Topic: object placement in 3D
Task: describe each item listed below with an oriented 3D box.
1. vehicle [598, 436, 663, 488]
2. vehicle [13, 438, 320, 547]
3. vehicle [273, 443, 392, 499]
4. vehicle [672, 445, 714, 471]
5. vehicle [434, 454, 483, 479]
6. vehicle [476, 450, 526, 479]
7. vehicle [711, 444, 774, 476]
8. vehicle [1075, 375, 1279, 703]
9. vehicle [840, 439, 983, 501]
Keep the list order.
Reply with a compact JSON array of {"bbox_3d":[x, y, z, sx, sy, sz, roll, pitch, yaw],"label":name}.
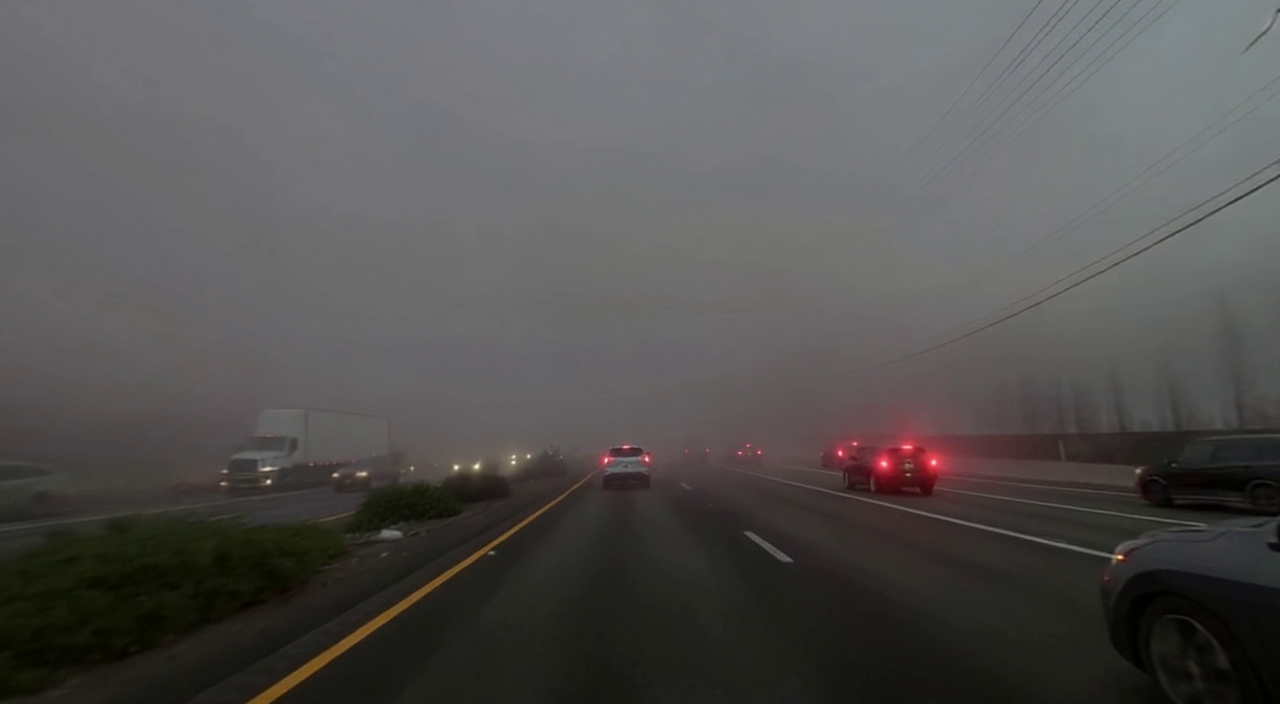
[{"bbox_3d":[-0.373,4.206,24.520,2.298,1.809,4.359,0,-9,-1],"label":"vehicle"},{"bbox_3d":[-8.309,2.465,11.862,2.069,1.613,4.660,0,-9,1],"label":"vehicle"},{"bbox_3d":[-11.509,4.450,24.083,2.113,1.873,4.741,0,-9,0],"label":"vehicle"},{"bbox_3d":[3.228,6.495,39.025,2.115,1.481,3.968,0,-9,-2],"label":"vehicle"},{"bbox_3d":[-11.914,7.519,41.662,1.888,1.455,4.410,0,-9,1],"label":"vehicle"},{"bbox_3d":[-8.023,6.492,36.735,1.931,1.541,4.018,0,-9,1],"label":"vehicle"},{"bbox_3d":[5.043,5.350,31.663,1.934,1.461,4.368,1,-9,-7],"label":"vehicle"},{"bbox_3d":[3.343,0.731,1.449,1.967,1.547,3.777,0,-9,0],"label":"vehicle"},{"bbox_3d":[7.176,3.143,17.248,1.958,1.473,4.201,0,-9,-1],"label":"vehicle"}]
